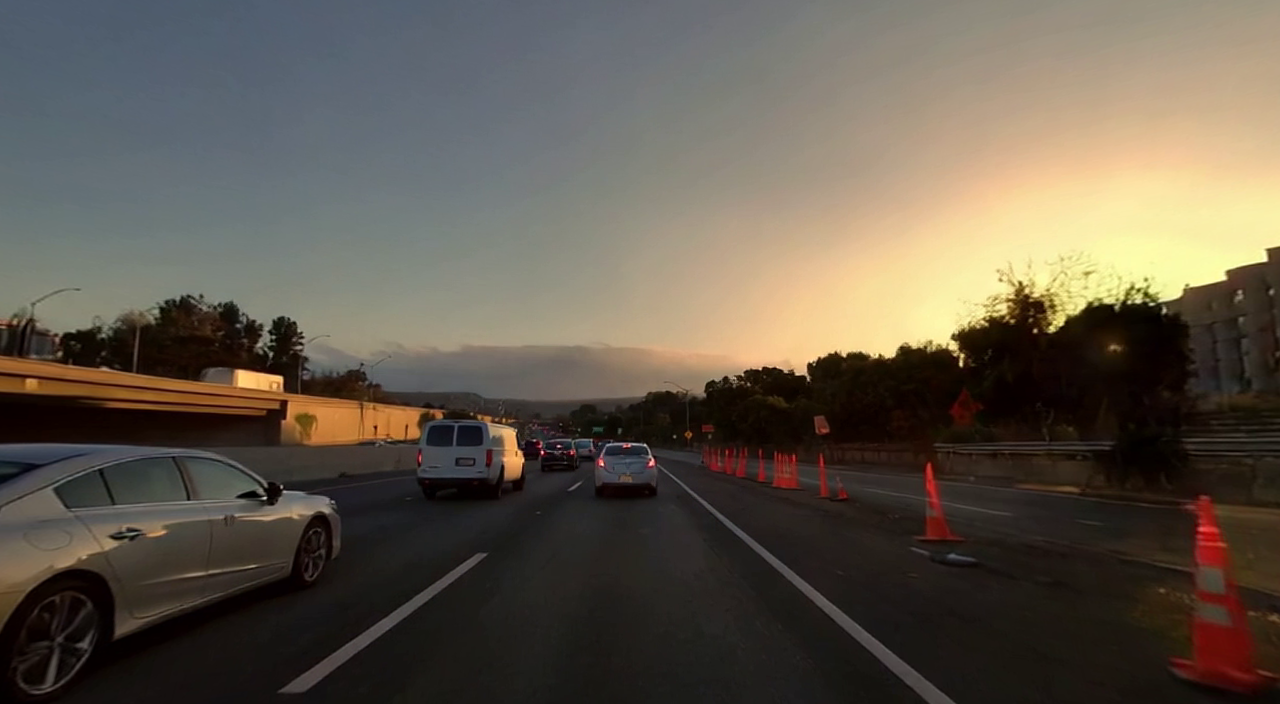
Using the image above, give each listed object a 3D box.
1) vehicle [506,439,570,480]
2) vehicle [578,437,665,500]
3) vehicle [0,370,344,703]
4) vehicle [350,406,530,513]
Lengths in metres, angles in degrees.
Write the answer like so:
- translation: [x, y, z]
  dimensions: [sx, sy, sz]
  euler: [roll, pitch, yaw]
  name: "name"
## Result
- translation: [-3.931, 4.214, 24.988]
  dimensions: [1.824, 1.459, 4.007]
  euler: [0, -9, 0]
  name: "vehicle"
- translation: [-0.463, 3.080, 17.126]
  dimensions: [2.069, 1.484, 3.918]
  euler: [0, -9, -1]
  name: "vehicle"
- translation: [-3.779, 1.010, 3.531]
  dimensions: [2.041, 1.604, 4.384]
  euler: [0, -9, 1]
  name: "vehicle"
- translation: [-4.279, 2.458, 14.857]
  dimensions: [2.324, 2.012, 5.740]
  euler: [0, -9, 0]
  name: "vehicle"
